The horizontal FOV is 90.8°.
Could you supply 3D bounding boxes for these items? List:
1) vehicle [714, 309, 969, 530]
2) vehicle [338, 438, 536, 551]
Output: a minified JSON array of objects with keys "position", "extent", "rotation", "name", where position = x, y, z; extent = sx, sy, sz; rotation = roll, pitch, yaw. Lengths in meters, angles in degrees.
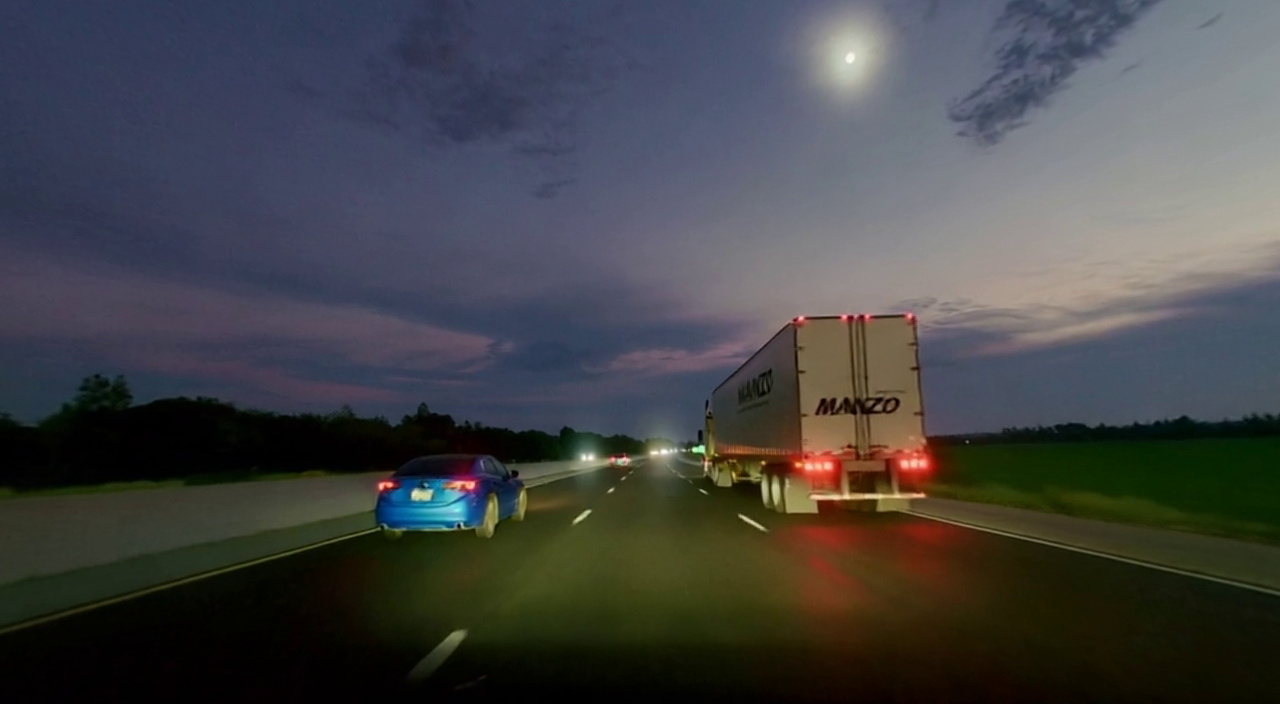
[{"position":[4.453,2.256,18.489],"extent":[2.832,4.034,13.924],"rotation":[0,-9,0],"name":"vehicle"},{"position":[-3.172,2.310,10.918],"extent":[1.945,1.537,4.294],"rotation":[0,-9,1],"name":"vehicle"}]
